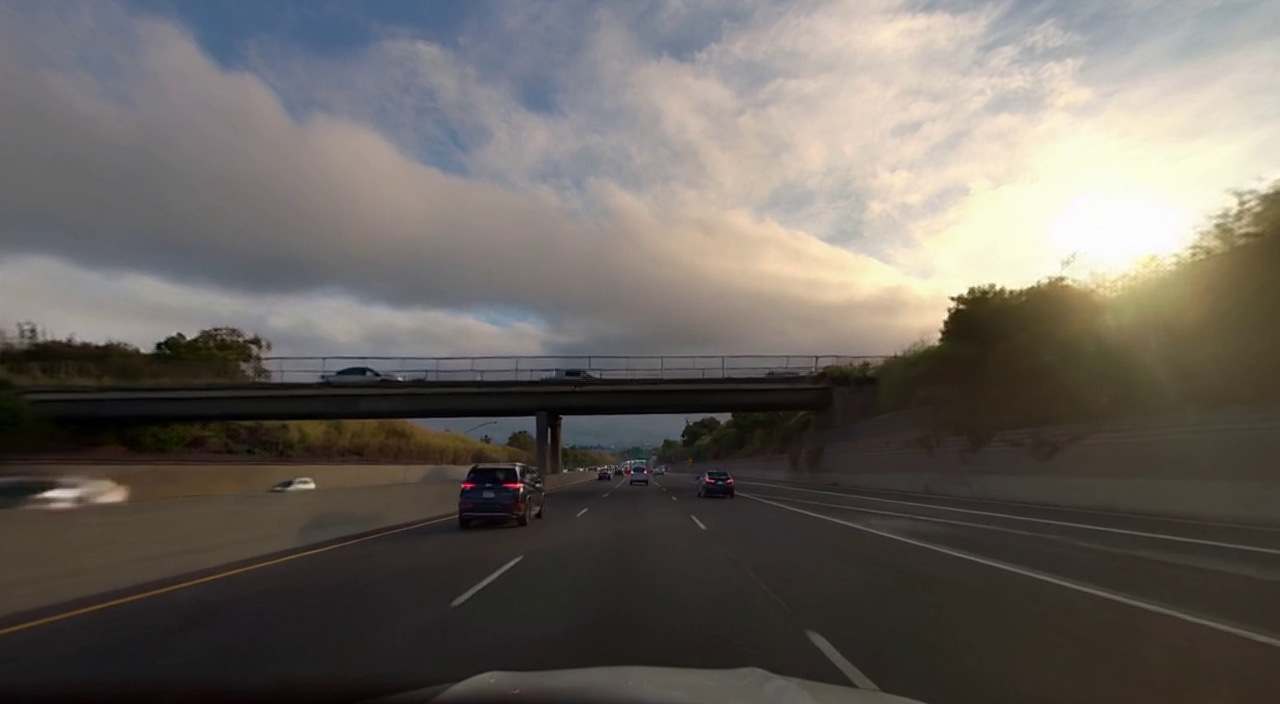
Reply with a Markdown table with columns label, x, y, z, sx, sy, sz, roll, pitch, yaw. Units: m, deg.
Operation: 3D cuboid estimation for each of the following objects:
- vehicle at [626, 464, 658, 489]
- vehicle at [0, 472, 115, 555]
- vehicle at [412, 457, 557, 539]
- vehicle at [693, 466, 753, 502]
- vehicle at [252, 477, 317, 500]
| label | x | y | z | sx | sy | sz | roll | pitch | yaw |
| --- | --- | --- | --- | --- | --- | --- | --- | --- | --- |
| vehicle | 0.184 | 8.924 | 45.109 | 2.181 | 1.698 | 4.056 | 0 | -10 | 1 |
| vehicle | -12.760 | 3.022 | 11.753 | 1.848 | 1.467 | 4.539 | 0 | -10 | 1 |
| vehicle | -3.263 | 3.205 | 14.227 | 2.099 | 1.516 | 4.308 | 0 | -10 | 1 |
| vehicle | 3.723 | 6.032 | 28.994 | 2.092 | 1.518 | 4.348 | 1 | -10 | -1 |
| vehicle | -25.409 | 9.743 | 45.119 | 1.850 | 1.430 | 4.642 | 0 | -10 | 2 |
